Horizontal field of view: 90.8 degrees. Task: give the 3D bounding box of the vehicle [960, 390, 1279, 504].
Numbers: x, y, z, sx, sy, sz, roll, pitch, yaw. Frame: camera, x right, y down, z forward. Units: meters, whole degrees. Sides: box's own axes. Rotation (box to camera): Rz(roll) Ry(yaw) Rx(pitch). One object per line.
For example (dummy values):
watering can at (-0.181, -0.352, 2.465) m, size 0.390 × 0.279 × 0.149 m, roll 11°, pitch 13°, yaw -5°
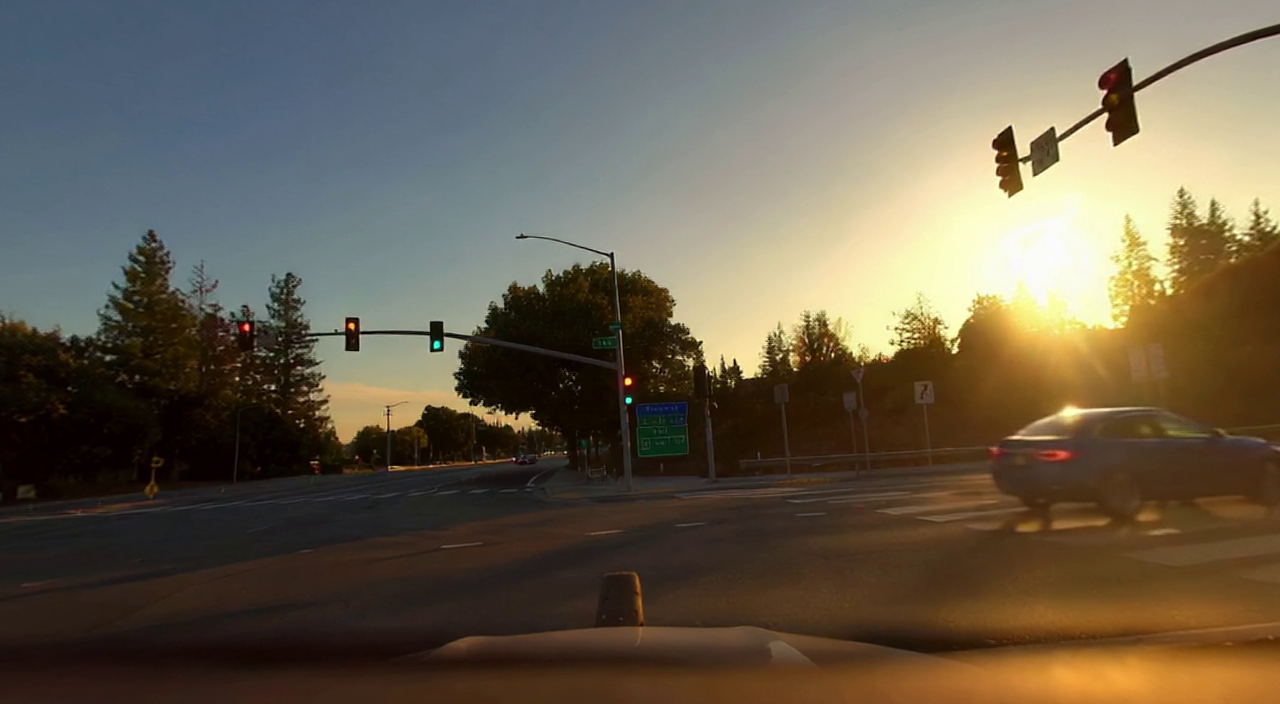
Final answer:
vehicle at (8.829, 1.714, 11.514) m, size 4.881 × 1.807 × 2.135 m, roll 1°, pitch -9°, yaw -8°
